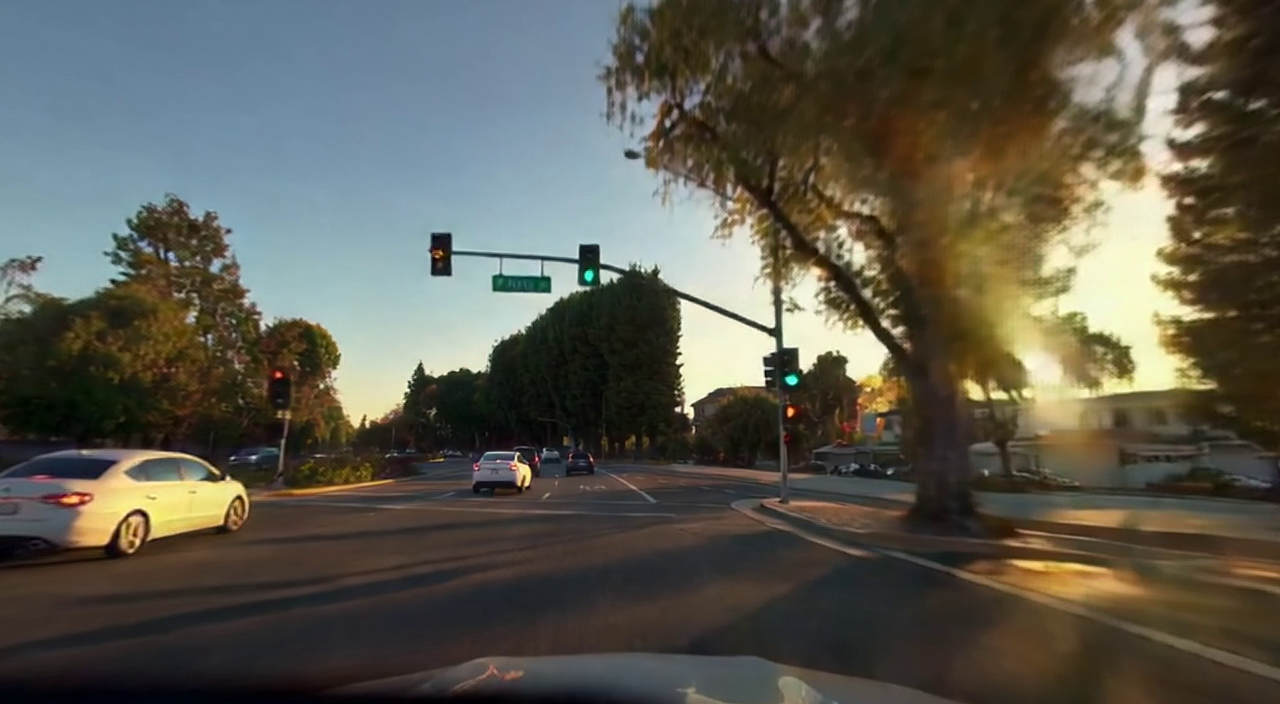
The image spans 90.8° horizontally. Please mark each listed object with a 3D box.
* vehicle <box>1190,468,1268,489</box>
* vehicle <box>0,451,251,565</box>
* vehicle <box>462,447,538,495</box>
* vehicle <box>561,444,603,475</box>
[{"bbox_3d":[45.513,9.735,48.832,4.468,1.458,1.757,1,-8,-5],"label":"vehicle"},{"bbox_3d":[-8.506,2.349,10.286,1.889,1.429,4.029,0,-8,-2],"label":"vehicle"},{"bbox_3d":[-5.150,4.407,23.865,2.098,1.613,4.606,0,-8,-4],"label":"vehicle"},{"bbox_3d":[-4.068,7.345,43.587,2.526,1.982,5.294,1,-9,-9],"label":"vehicle"}]
